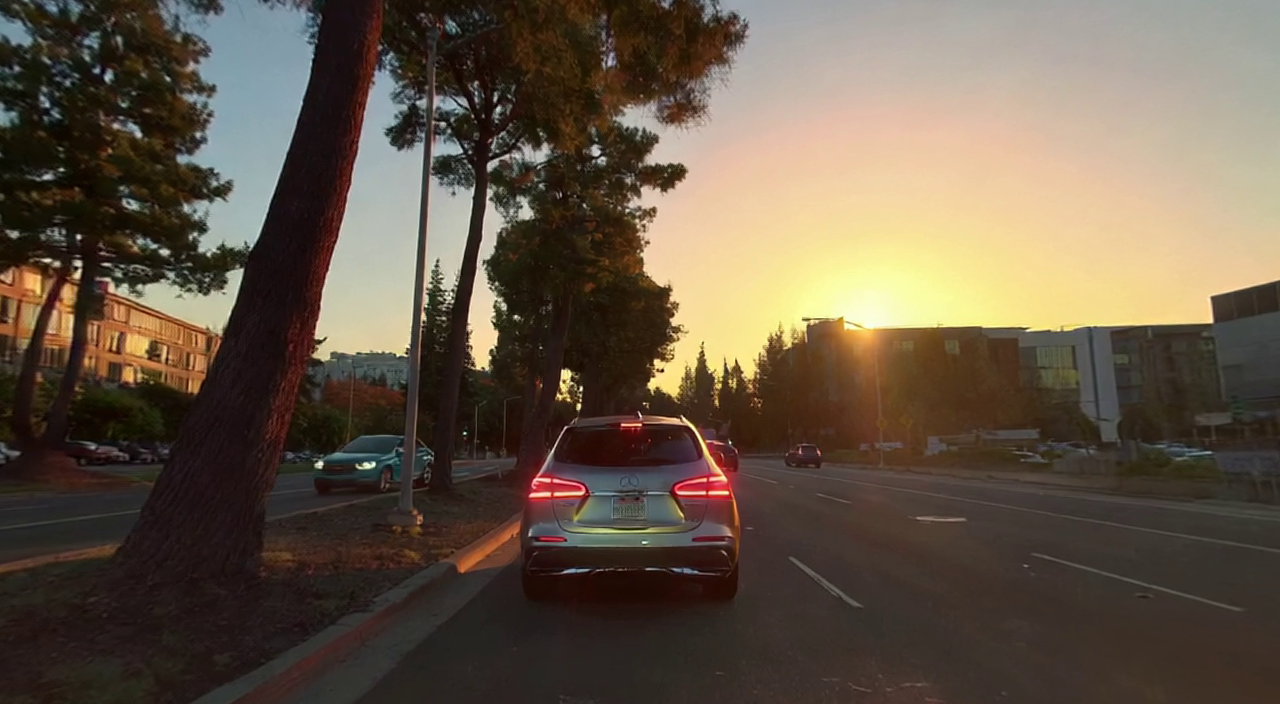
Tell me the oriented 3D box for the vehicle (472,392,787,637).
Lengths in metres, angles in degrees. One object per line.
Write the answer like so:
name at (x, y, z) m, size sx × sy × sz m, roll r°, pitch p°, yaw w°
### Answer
vehicle at (-0.083, 1.428, 6.460) m, size 2.172 × 1.694 × 4.055 m, roll 0°, pitch -9°, yaw 0°

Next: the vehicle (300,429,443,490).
vehicle at (-9.537, 3.892, 23.065) m, size 2.575 × 1.940 × 5.755 m, roll 0°, pitch -9°, yaw 1°

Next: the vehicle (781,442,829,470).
vehicle at (10.836, 6.826, 41.524) m, size 1.908 × 1.724 × 4.516 m, roll 0°, pitch -9°, yaw -1°

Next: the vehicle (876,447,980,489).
vehicle at (10.724, 4.325, 23.726) m, size 1.872 × 1.415 × 4.271 m, roll 0°, pitch -9°, yaw 0°
